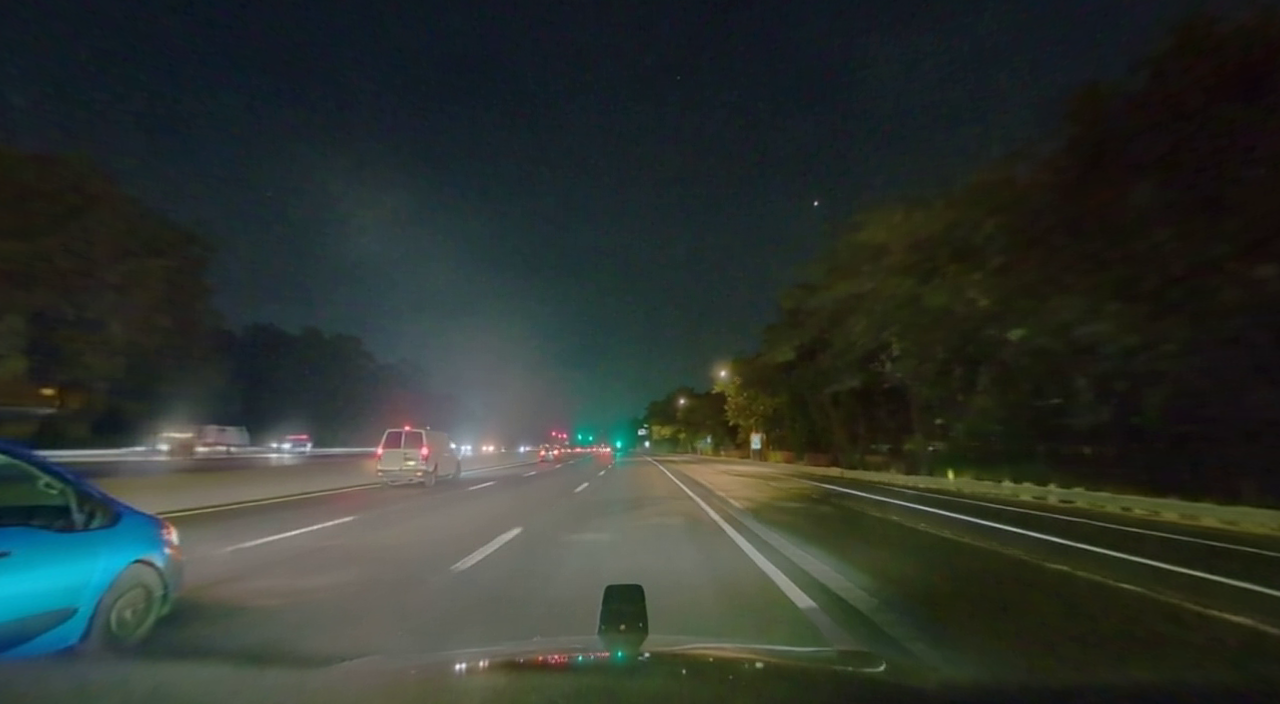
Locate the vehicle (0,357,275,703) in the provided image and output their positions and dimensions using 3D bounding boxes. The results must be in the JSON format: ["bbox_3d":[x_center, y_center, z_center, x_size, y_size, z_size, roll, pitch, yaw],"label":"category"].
[{"bbox_3d":[-3.746,0.792,2.164,2.040,1.679,4.865,0,-9,0],"label":"vehicle"}]

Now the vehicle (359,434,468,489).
[{"bbox_3d":[-7.874,3.858,22.528,2.093,1.752,4.771,0,-9,0],"label":"vehicle"}]
